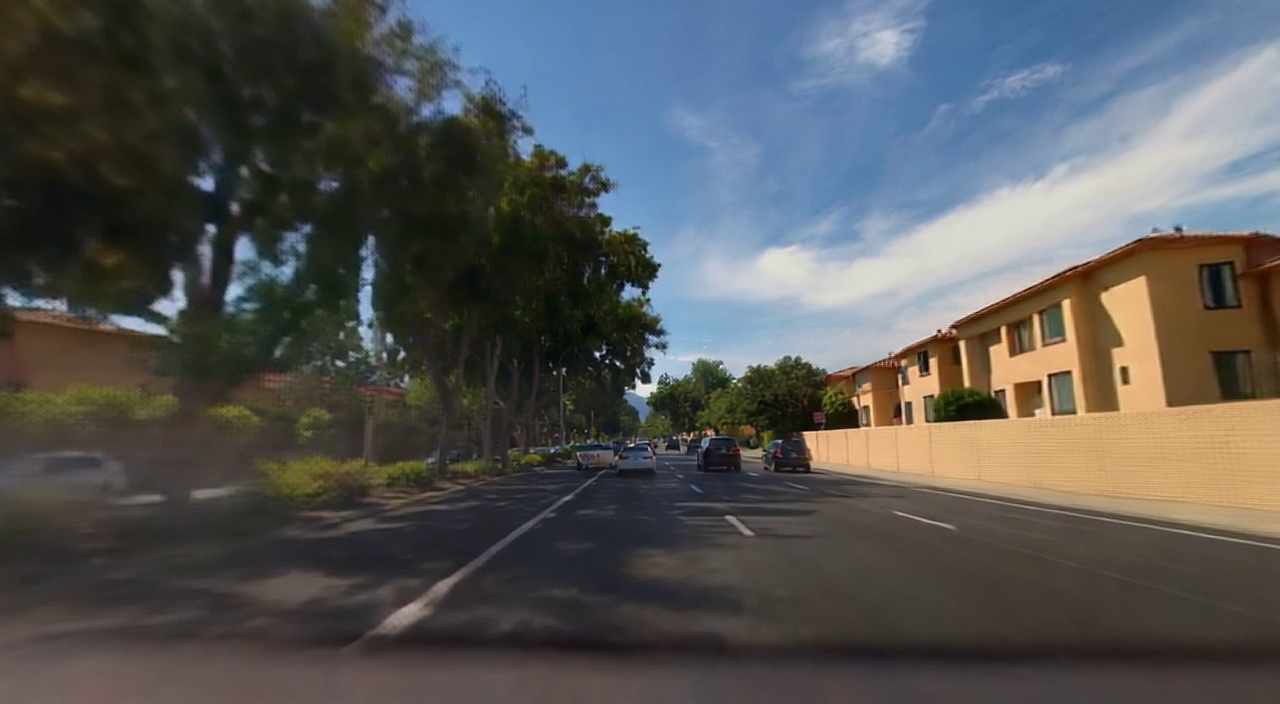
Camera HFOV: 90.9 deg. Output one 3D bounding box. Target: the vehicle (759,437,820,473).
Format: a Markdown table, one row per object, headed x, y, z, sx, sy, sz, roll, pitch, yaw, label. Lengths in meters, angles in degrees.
| x | y | z | sx | sy | sz | roll | pitch | yaw | label |
| --- | --- | --- | --- | --- | --- | --- | --- | --- | --- |
| 7.497 | 5.205 | 32.035 | 1.972 | 1.700 | 4.269 | 0 | -8 | 0 | vehicle |

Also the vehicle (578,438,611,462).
| x | y | z | sx | sy | sz | roll | pitch | yaw | label |
| --- | --- | --- | --- | --- | --- | --- | --- | --- | --- |
| -3.316 | 7.220 | 46.456 | 2.031 | 1.705 | 4.325 | 0 | -8 | 1 | vehicle |

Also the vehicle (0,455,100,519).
| x | y | z | sx | sy | sz | roll | pitch | yaw | label |
| --- | --- | --- | --- | --- | --- | --- | --- | --- | --- |
| -17.448 | 3.563 | 16.613 | 1.928 | 1.570 | 5.093 | 0 | -8 | 0 | vehicle |

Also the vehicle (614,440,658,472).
| x | y | z | sx | sy | sz | roll | pitch | yaw | label |
| --- | --- | --- | --- | --- | --- | --- | --- | --- | --- |
| -0.166 | 5.272 | 32.177 | 2.102 | 1.481 | 3.907 | 0 | -8 | 1 | vehicle |

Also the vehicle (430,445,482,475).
| x | y | z | sx | sy | sz | roll | pitch | yaw | label |
| --- | --- | --- | --- | --- | --- | --- | --- | --- | --- |
| -10.265 | 6.000 | 35.371 | 1.728 | 1.560 | 3.779 | 0 | -8 | 1 | vehicle |

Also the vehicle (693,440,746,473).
| x | y | z | sx | sy | sz | roll | pitch | yaw | label |
| --- | --- | --- | --- | --- | --- | --- | --- | --- | --- |
| 3.893 | 5.200 | 31.564 | 2.067 | 1.514 | 4.188 | 0 | -8 | 0 | vehicle |
